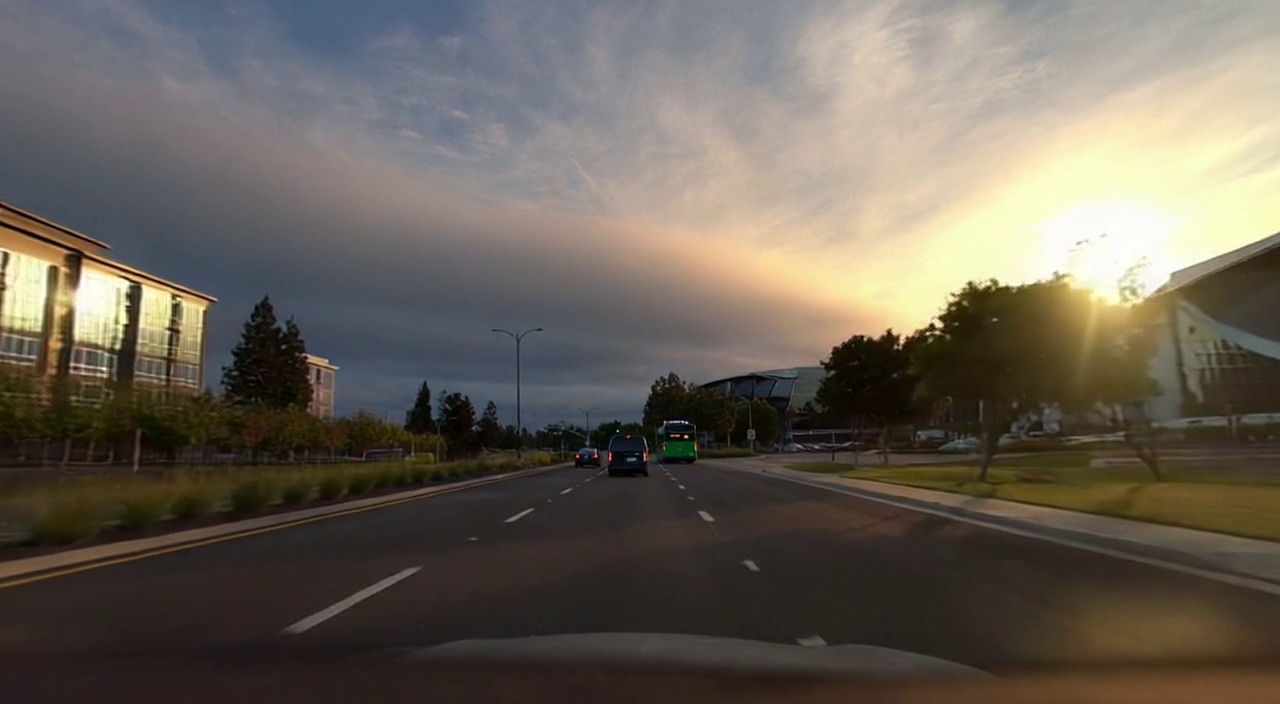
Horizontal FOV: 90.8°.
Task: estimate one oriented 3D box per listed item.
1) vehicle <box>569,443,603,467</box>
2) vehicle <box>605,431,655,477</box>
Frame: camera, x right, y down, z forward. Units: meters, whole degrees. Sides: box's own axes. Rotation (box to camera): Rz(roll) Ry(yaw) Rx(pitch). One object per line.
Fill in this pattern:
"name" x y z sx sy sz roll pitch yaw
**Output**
"vehicle" -4.035 7.763 47.768 2.109 1.672 4.256 0 -9 1
"vehicle" -0.427 5.121 31.989 2.336 2.122 5.207 0 -9 1
